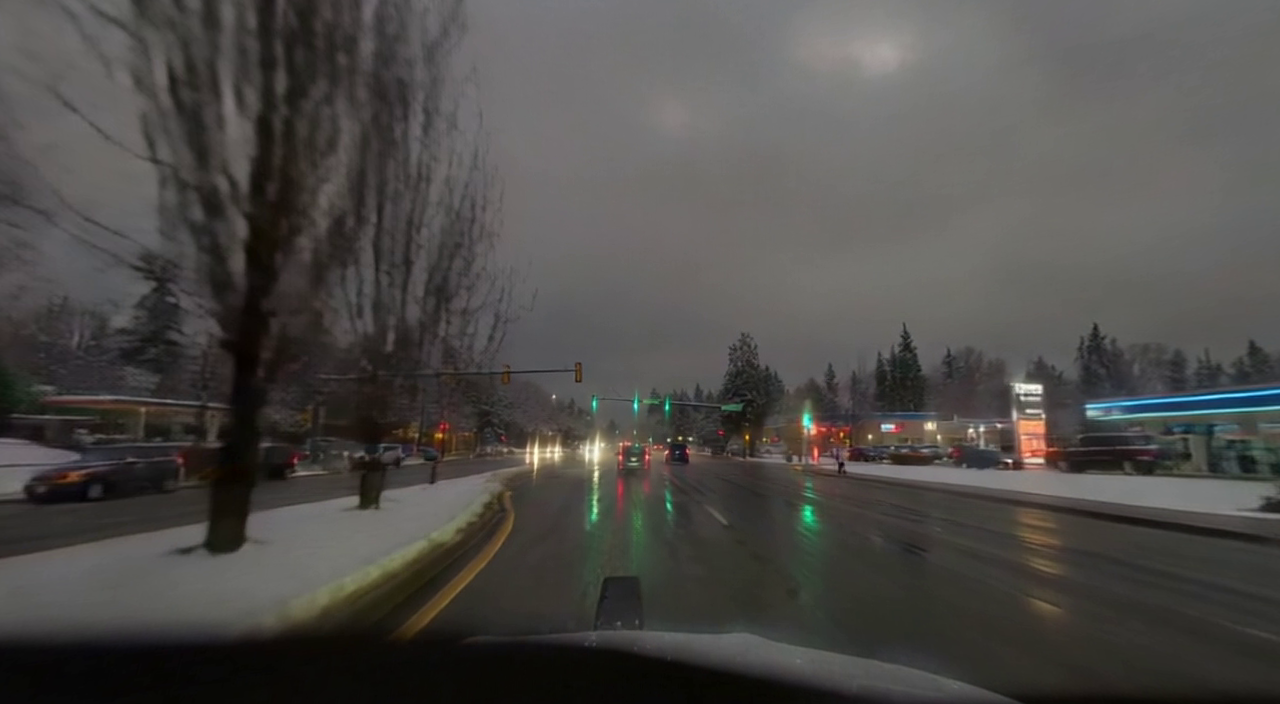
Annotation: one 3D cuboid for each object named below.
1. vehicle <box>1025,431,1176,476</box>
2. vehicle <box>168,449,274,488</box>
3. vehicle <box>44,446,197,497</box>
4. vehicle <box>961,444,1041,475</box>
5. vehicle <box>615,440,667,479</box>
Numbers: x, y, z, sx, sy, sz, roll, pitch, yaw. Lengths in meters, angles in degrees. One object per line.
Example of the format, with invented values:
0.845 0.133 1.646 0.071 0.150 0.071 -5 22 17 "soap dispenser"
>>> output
20.515 4.584 28.542 2.254 1.804 5.953 0 -9 -1 "vehicle"
-19.115 5.293 28.993 1.920 1.638 4.299 1 -9 0 "vehicle"
-19.103 4.407 23.469 1.967 1.680 4.396 -1 -9 -1 "vehicle"
20.308 6.072 35.666 1.950 1.519 4.860 -3 -9 5 "vehicle"
0.013 4.768 28.125 2.145 1.572 4.021 1 -9 -1 "vehicle"
